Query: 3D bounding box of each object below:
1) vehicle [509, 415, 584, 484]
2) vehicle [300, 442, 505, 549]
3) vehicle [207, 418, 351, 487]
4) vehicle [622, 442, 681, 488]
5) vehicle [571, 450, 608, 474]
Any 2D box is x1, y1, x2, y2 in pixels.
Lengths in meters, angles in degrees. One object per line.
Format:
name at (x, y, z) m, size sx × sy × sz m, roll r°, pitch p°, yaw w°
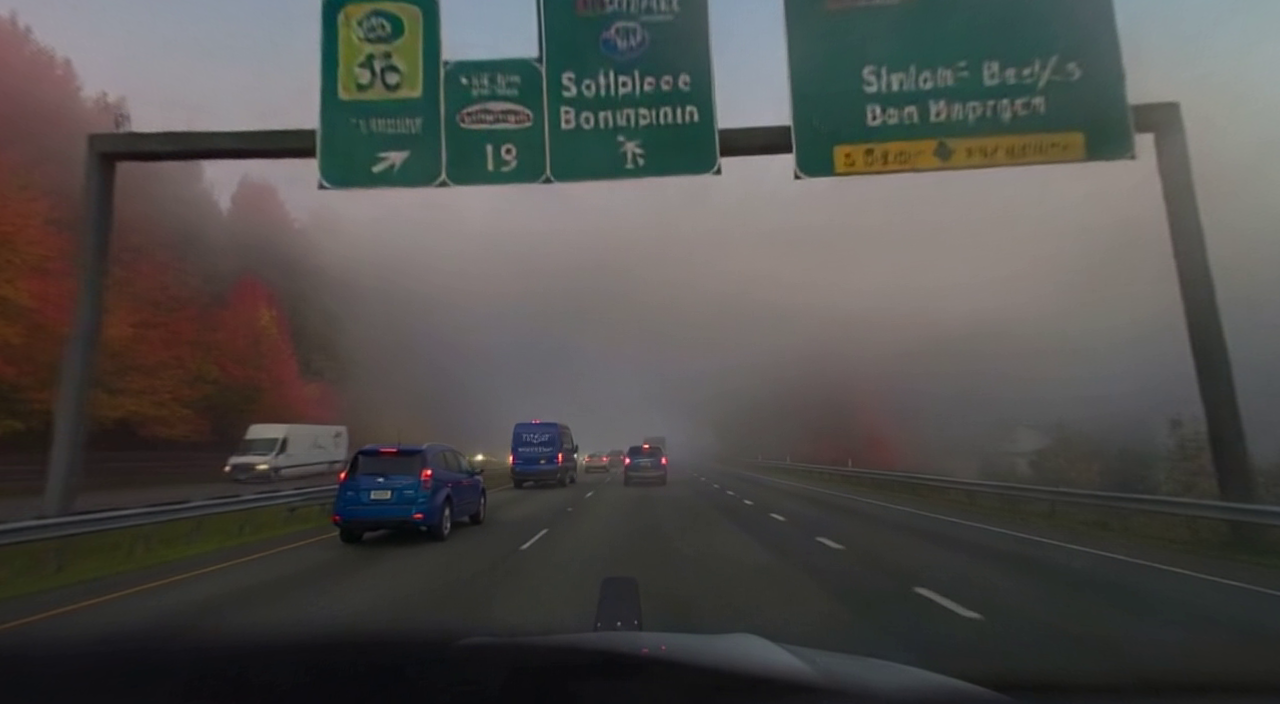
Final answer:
vehicle at (-3.944, 4.279, 27.580) m, size 2.275 × 2.692 × 5.810 m, roll 0°, pitch -9°, yaw 1°
vehicle at (-3.788, 2.335, 10.883) m, size 1.977 × 1.485 × 3.973 m, roll 0°, pitch -9°, yaw 0°
vehicle at (-21.863, 6.183, 38.870) m, size 2.958 × 3.709 × 9.339 m, roll -1°, pitch -9°, yaw 2°
vehicle at (0.434, 4.535, 25.447) m, size 2.195 × 1.679 × 4.070 m, roll 0°, pitch -9°, yaw 1°
vehicle at (-3.262, 7.222, 41.357) m, size 2.015 × 1.496 × 4.312 m, roll 0°, pitch -9°, yaw 1°
